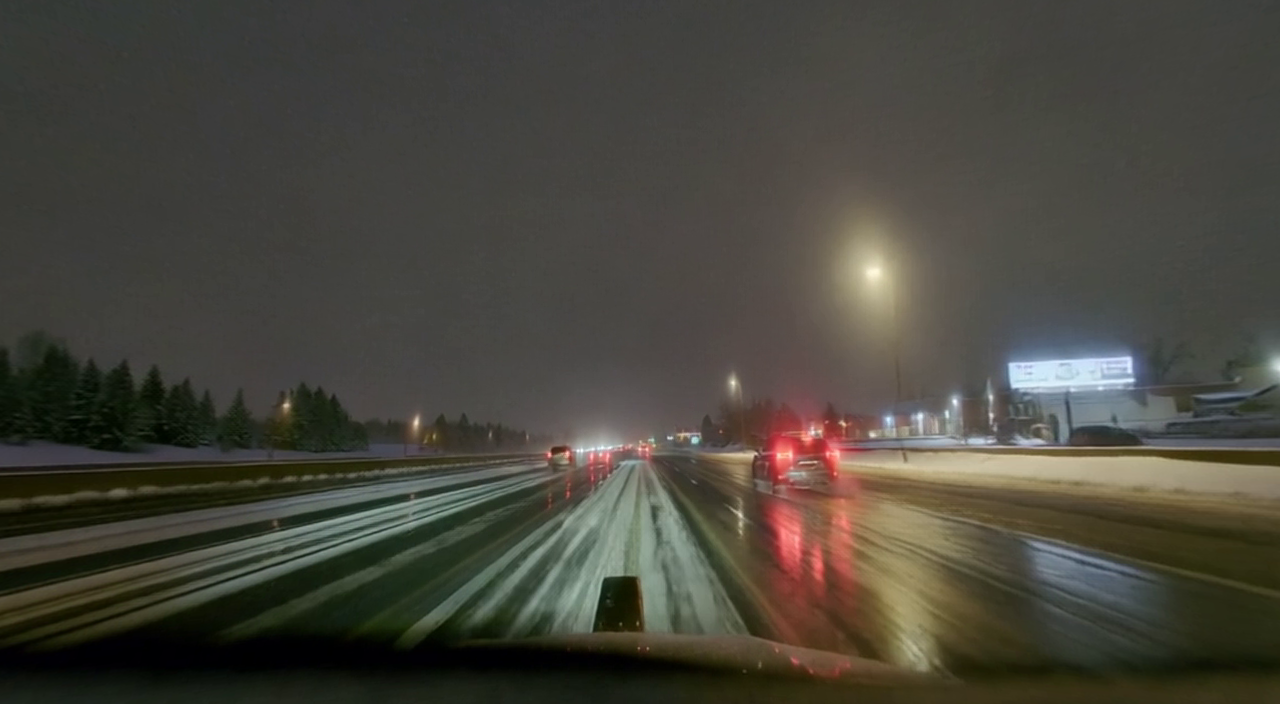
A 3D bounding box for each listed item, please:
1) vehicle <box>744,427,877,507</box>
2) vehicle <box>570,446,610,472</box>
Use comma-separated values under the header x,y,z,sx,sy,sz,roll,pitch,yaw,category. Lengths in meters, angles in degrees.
x,y,z,sx,sy,sz,roll,pitch,yaw,category
4.205,2.925,16.459,2.109,1.764,4.704,0,-9,-1,vehicle
-3.066,6.723,39.704,2.139,1.510,4.506,0,-9,0,vehicle
